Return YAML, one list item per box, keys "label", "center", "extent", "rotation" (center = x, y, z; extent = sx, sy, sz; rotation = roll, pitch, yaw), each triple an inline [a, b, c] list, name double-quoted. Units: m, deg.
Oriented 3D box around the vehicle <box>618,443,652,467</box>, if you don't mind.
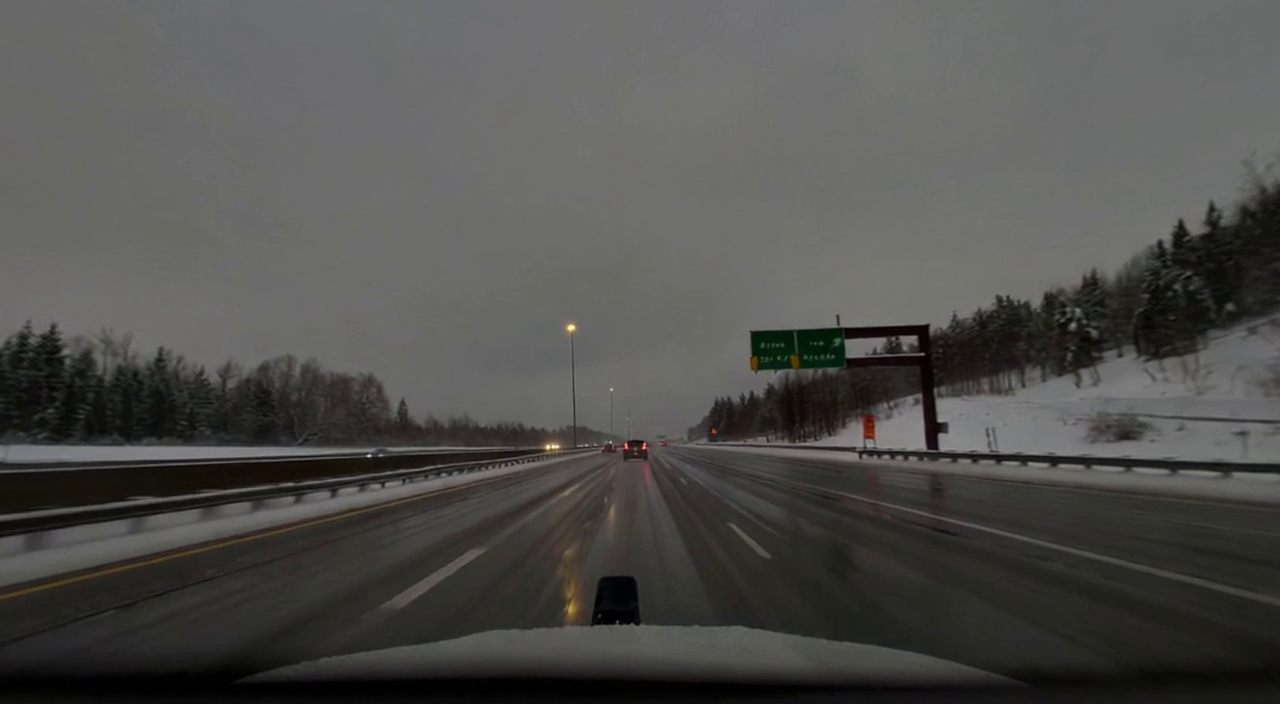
- label: "vehicle"
  center: [-0.367, 6.845, 42.087]
  extent: [2.118, 1.466, 4.165]
  rotation: [0, -9, -2]
